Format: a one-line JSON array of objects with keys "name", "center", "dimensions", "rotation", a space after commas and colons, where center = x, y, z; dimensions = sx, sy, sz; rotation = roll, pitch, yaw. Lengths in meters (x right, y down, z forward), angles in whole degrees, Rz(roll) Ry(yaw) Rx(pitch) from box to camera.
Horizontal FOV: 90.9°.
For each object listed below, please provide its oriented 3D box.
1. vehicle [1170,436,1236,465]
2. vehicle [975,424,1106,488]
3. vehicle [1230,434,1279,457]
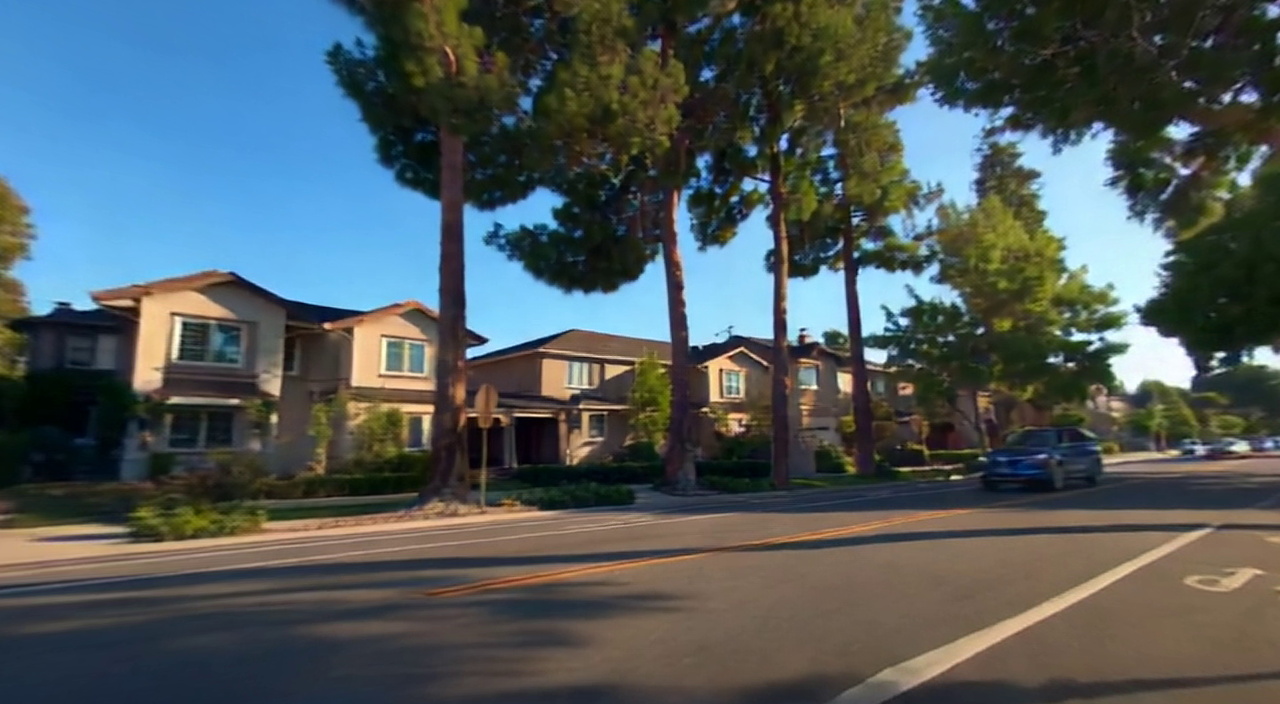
[{"name": "vehicle", "center": [31.585, 5.501, 35.304], "dimensions": [4.222, 1.498, 1.906], "rotation": [7, -11, -38]}, {"name": "vehicle", "center": [13.041, 3.342, 20.433], "dimensions": [4.528, 1.835, 2.089], "rotation": [7, -11, -38]}, {"name": "vehicle", "center": [48.586, 7.378, 49.720], "dimensions": [4.755, 1.691, 2.167], "rotation": [7, -11, -38]}]
